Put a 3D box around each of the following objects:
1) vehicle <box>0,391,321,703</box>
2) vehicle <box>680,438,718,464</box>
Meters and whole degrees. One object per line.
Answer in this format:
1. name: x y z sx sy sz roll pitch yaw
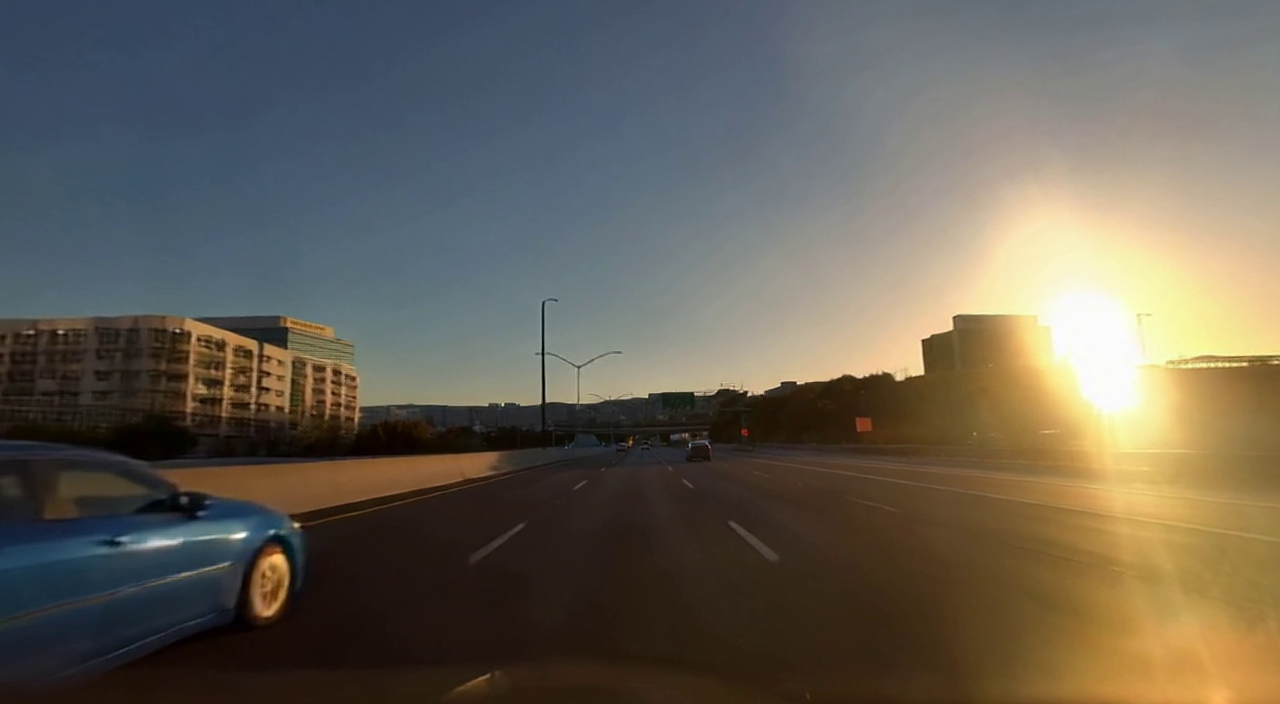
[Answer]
1. vehicle: -3.464 0.900 2.380 1.979 1.505 4.705 0 -8 1
2. vehicle: 3.657 6.238 39.824 1.949 1.515 4.374 0 -8 -1
